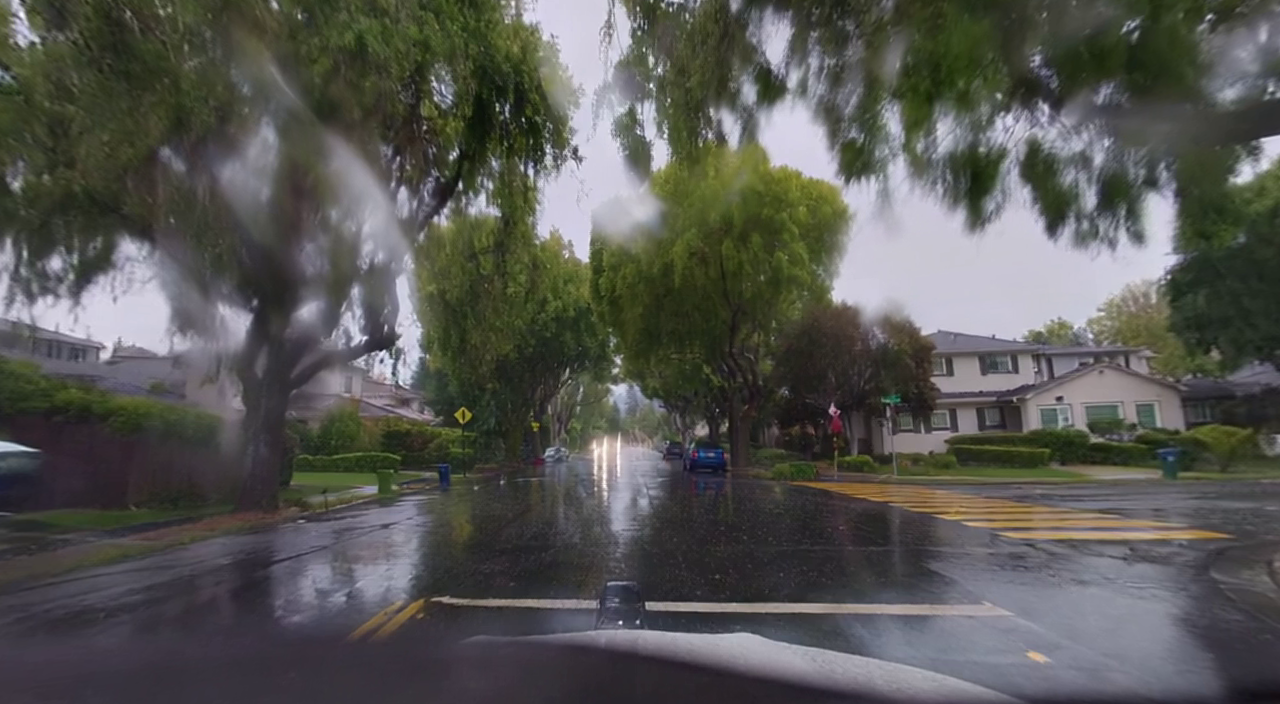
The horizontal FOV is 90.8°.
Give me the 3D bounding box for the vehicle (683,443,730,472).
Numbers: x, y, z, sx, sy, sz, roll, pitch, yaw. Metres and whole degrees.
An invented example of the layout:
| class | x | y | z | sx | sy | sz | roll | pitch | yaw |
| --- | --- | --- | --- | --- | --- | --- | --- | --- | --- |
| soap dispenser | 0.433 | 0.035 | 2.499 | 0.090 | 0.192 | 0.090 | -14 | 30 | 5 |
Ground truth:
| class | x | y | z | sx | sy | sz | roll | pitch | yaw |
| --- | --- | --- | --- | --- | --- | --- | --- | --- | --- |
| vehicle | 3.562 | 5.770 | 34.639 | 1.961 | 1.472 | 4.434 | 0 | -9 | -2 |
